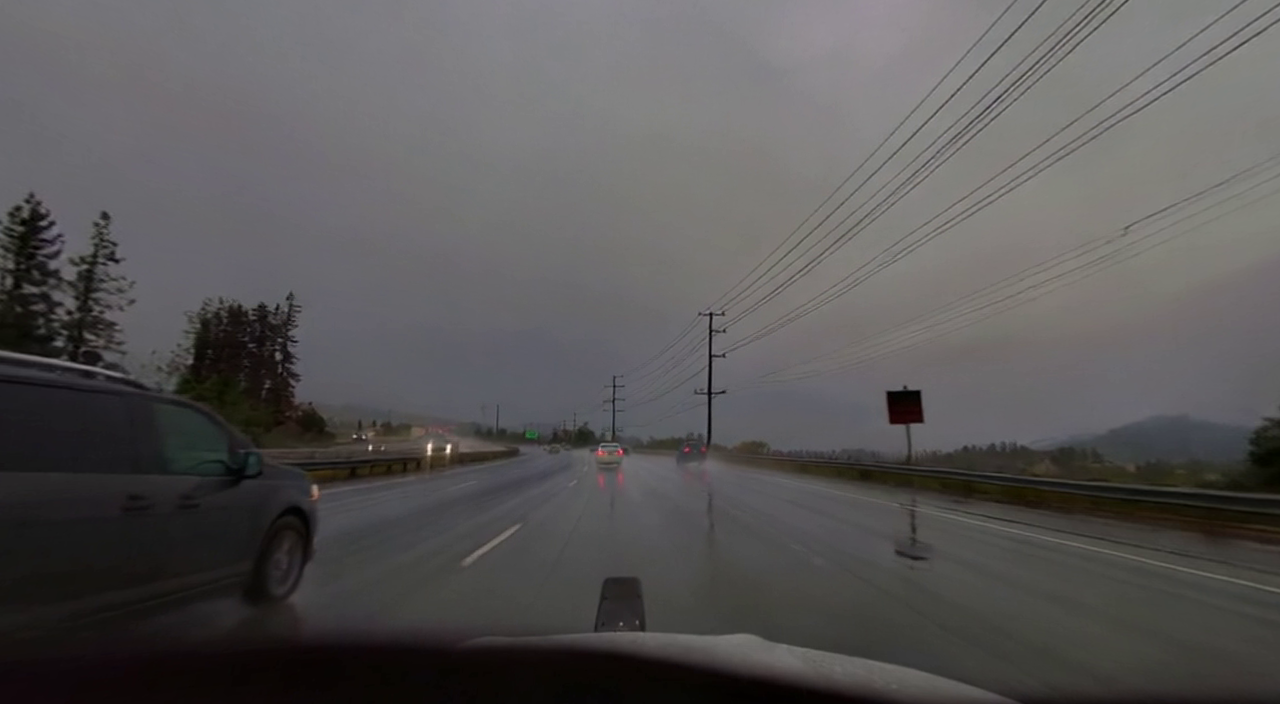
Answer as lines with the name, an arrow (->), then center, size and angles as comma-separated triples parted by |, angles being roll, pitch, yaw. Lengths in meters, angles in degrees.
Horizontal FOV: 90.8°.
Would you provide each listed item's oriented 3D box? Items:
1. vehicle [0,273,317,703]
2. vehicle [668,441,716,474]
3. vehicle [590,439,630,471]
vehicle -> -4.217, 0.703, 2.803 | 2.475, 2.152, 5.837 | 0, -8, 0
vehicle -> 2.479, 5.139, 31.120 | 1.789, 1.503, 3.897 | 0, -8, -4
vehicle -> -1.846, 6.021, 37.178 | 2.188, 1.714, 3.921 | 1, -8, -5
